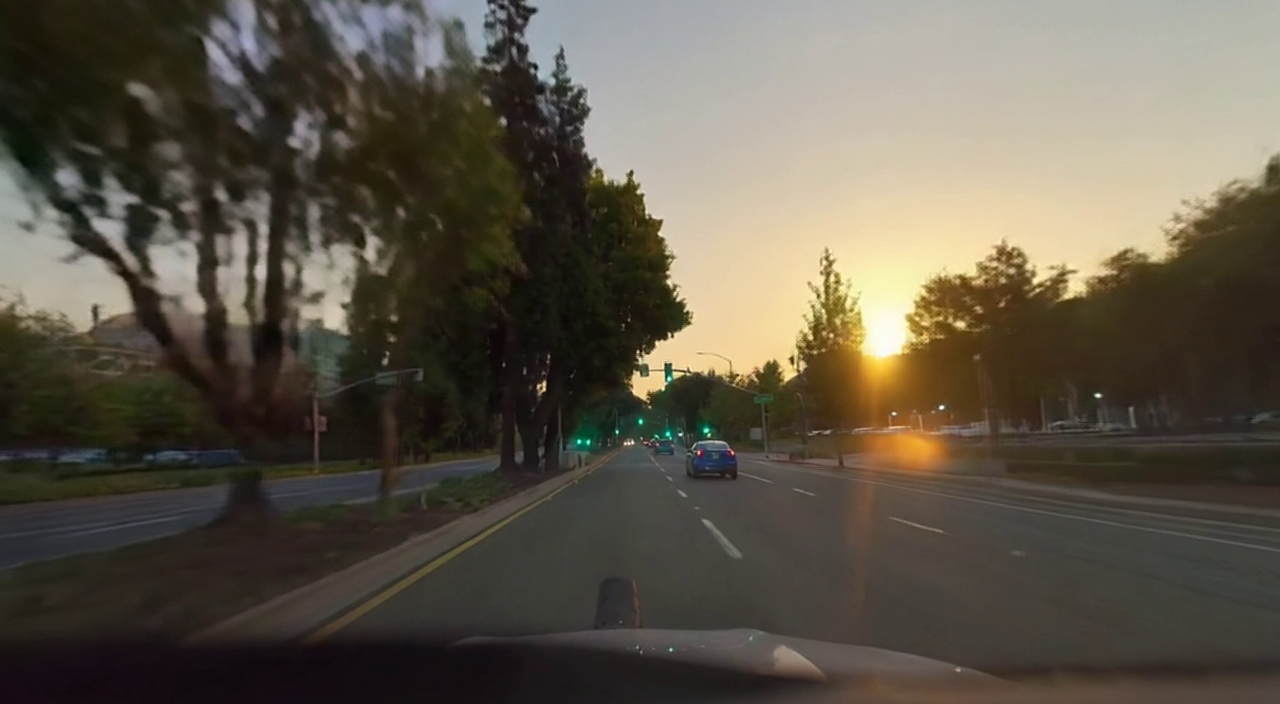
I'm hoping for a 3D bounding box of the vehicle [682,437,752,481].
[{"bbox_3d":[2.787,4.000,23.900,2.056,1.483,4.091,0,-8,-1],"label":"vehicle"}]
